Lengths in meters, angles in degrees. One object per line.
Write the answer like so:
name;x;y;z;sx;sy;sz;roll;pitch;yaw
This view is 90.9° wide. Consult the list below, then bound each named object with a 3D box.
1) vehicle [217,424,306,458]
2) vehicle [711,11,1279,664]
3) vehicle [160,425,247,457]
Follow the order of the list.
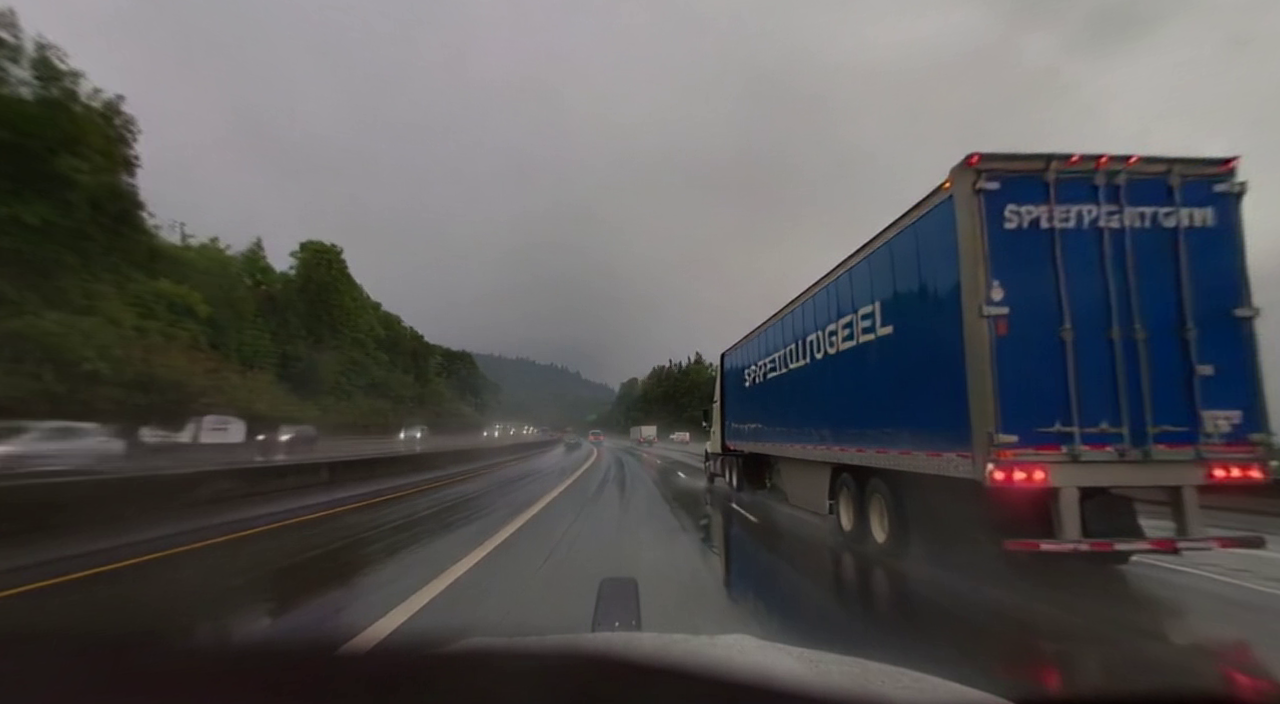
vehicle;-19.593;4.642;32.889;1.912;1.649;4.609;0;-8;-2
vehicle;3.723;0.728;10.978;2.910;4.051;14.278;0;-8;-2
vehicle;-26.801;5.492;38.927;1.960;1.814;4.736;0;-8;0
